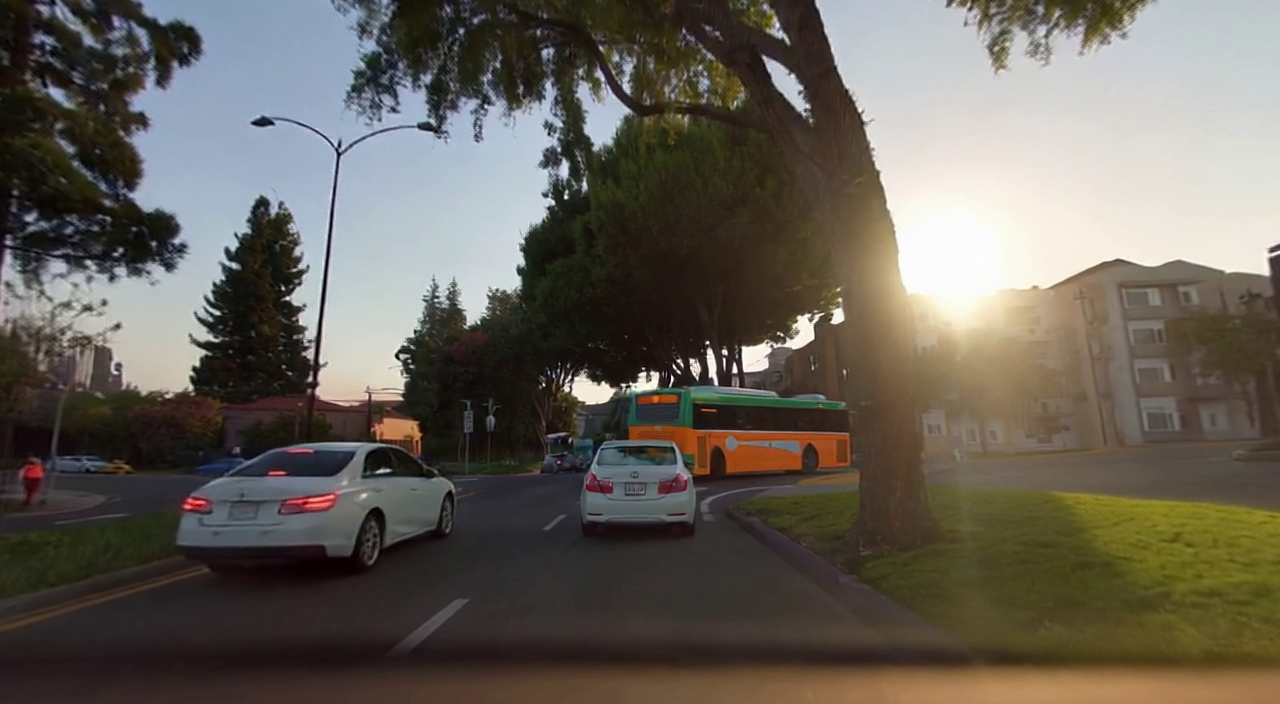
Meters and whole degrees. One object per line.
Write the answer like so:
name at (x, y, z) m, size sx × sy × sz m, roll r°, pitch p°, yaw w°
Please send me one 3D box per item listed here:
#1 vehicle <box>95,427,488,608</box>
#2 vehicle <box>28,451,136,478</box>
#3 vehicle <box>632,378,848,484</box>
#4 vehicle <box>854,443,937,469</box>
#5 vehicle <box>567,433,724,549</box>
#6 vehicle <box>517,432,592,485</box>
vehicle at (-3.495, 1.728, 7.603) m, size 1.953 × 1.480 × 4.522 m, roll -1°, pitch -9°, yaw 3°
vehicle at (-32.123, 6.450, 36.447) m, size 4.473 × 1.442 × 1.743 m, roll 7°, pitch -11°, yaw -39°
vehicle at (4.265, 3.156, 24.383) m, size 2.948 × 3.303 × 9.977 m, roll -8°, pitch -12°, yaw 44°
vehicle at (15.656, 6.386, 38.623) m, size 4.422 × 1.457 × 1.882 m, roll -6°, pitch -10°, yaw 29°
vehicle at (0.101, 2.087, 10.121) m, size 2.020 × 1.478 × 3.922 m, roll 0°, pitch -9°, yaw 1°
vehicle at (-3.055, 3.915, 23.495) m, size 2.017 × 1.761 × 4.572 m, roll 0°, pitch -9°, yaw 2°
